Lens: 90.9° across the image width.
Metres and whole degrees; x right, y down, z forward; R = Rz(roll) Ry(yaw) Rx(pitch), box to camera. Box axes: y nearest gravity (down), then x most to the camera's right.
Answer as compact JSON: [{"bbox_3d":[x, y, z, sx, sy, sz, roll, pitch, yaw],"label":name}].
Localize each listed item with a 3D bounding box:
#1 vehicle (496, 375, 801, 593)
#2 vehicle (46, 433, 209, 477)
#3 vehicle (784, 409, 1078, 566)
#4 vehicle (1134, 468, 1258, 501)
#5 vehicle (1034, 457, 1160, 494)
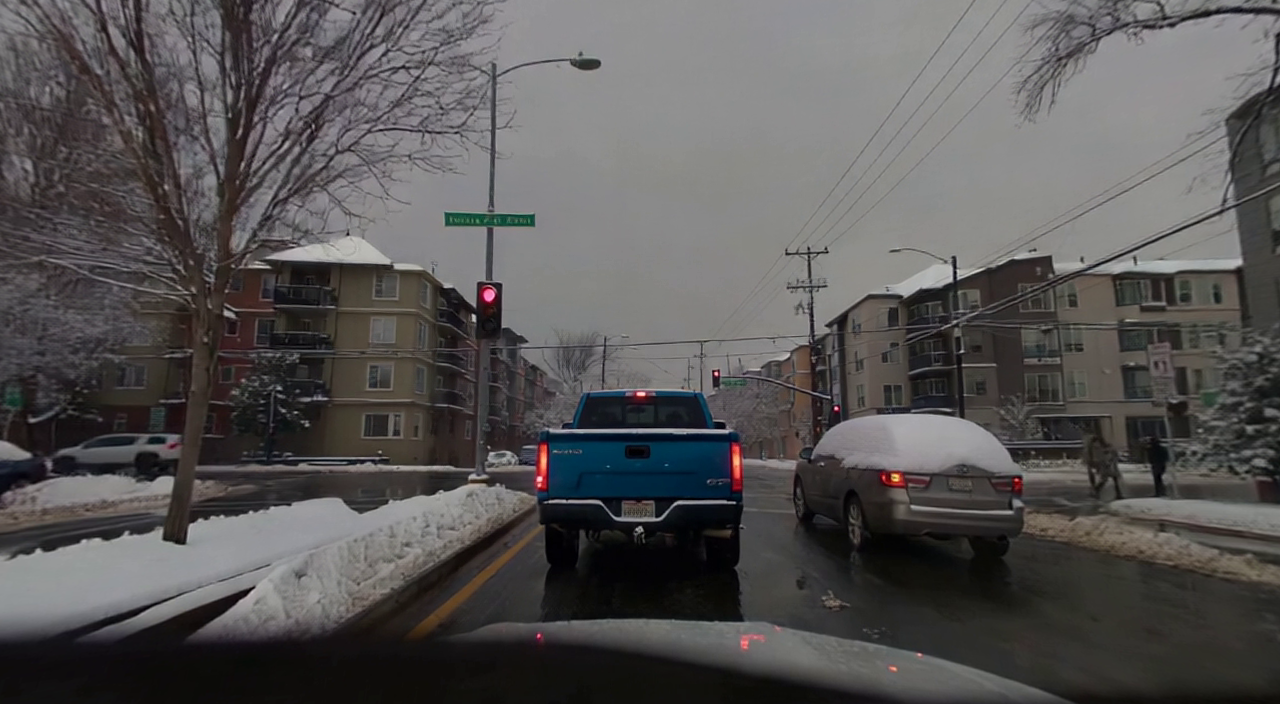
[{"bbox_3d":[0.106,1.559,8.300,2.738,1.959,5.070,0,-8,1],"label":"vehicle"},{"bbox_3d":[-21.460,4.331,26.546,5.043,1.766,1.980,0,-9,-1],"label":"vehicle"},{"bbox_3d":[3.845,1.887,9.579,2.131,1.759,4.762,0,-8,-1],"label":"vehicle"},{"bbox_3d":[26.384,6.284,29.999,4.071,1.388,1.884,0,-8,1],"label":"vehicle"},{"bbox_3d":[21.791,5.893,30.177,4.498,1.618,1.843,0,-8,0],"label":"vehicle"}]
